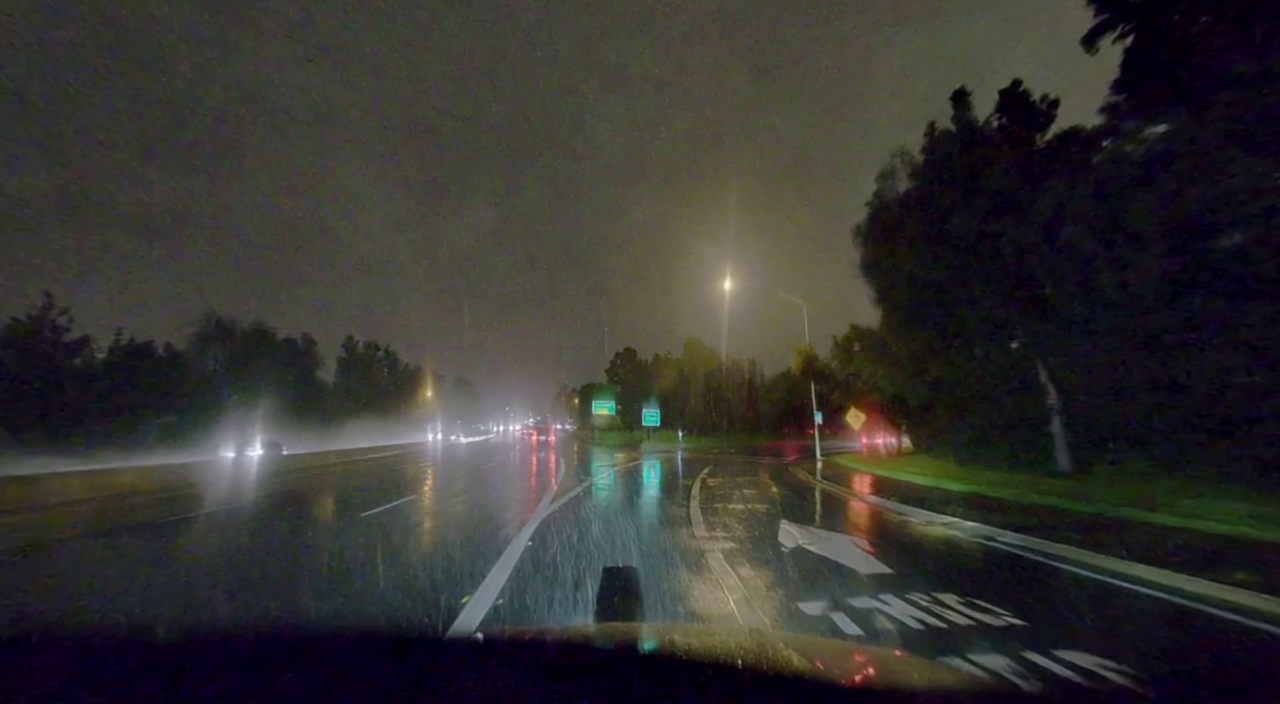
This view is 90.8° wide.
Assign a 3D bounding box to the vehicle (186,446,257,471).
[{"bbox_3d":[-27.105,6.873,41.090,1.943,1.468,4.460,1,-9,-6],"label":"vehicle"}]

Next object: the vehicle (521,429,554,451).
[{"bbox_3d":[-7.190,6.223,44.631,2.108,1.472,4.099,1,-9,-7],"label":"vehicle"}]
